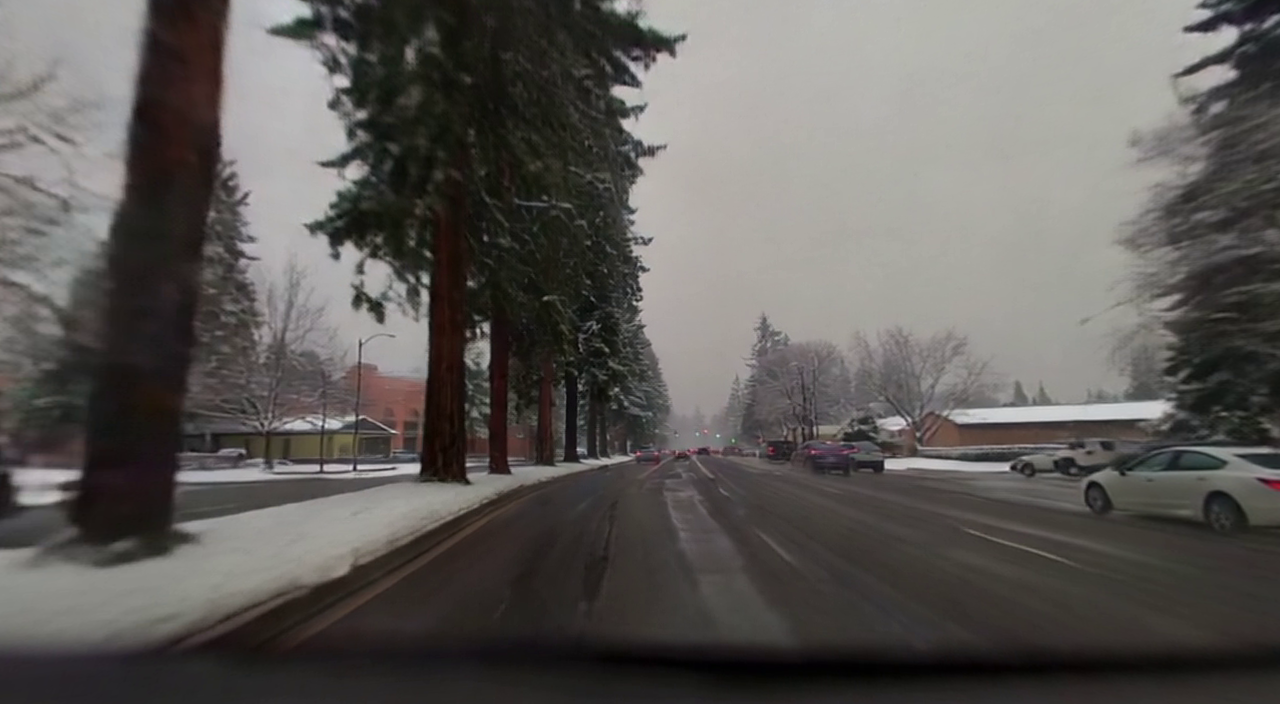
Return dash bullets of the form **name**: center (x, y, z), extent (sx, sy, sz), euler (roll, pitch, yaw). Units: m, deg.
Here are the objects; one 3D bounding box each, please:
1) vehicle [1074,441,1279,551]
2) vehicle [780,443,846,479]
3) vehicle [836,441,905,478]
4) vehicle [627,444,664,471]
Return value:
- **vehicle**: center (9.923, 2.292, 10.796), extent (1.888, 1.508, 4.646), euler (0, -8, 3)
- **vehicle**: center (7.650, 4.838, 28.380), extent (2.020, 1.472, 3.958), euler (0, -8, 3)
- **vehicle**: center (11.470, 5.354, 31.733), extent (1.945, 1.687, 4.292), euler (0, -8, 2)
- **vehicle**: center (0.359, 6.098, 36.680), extent (2.077, 1.477, 3.897), euler (0, -8, 2)
